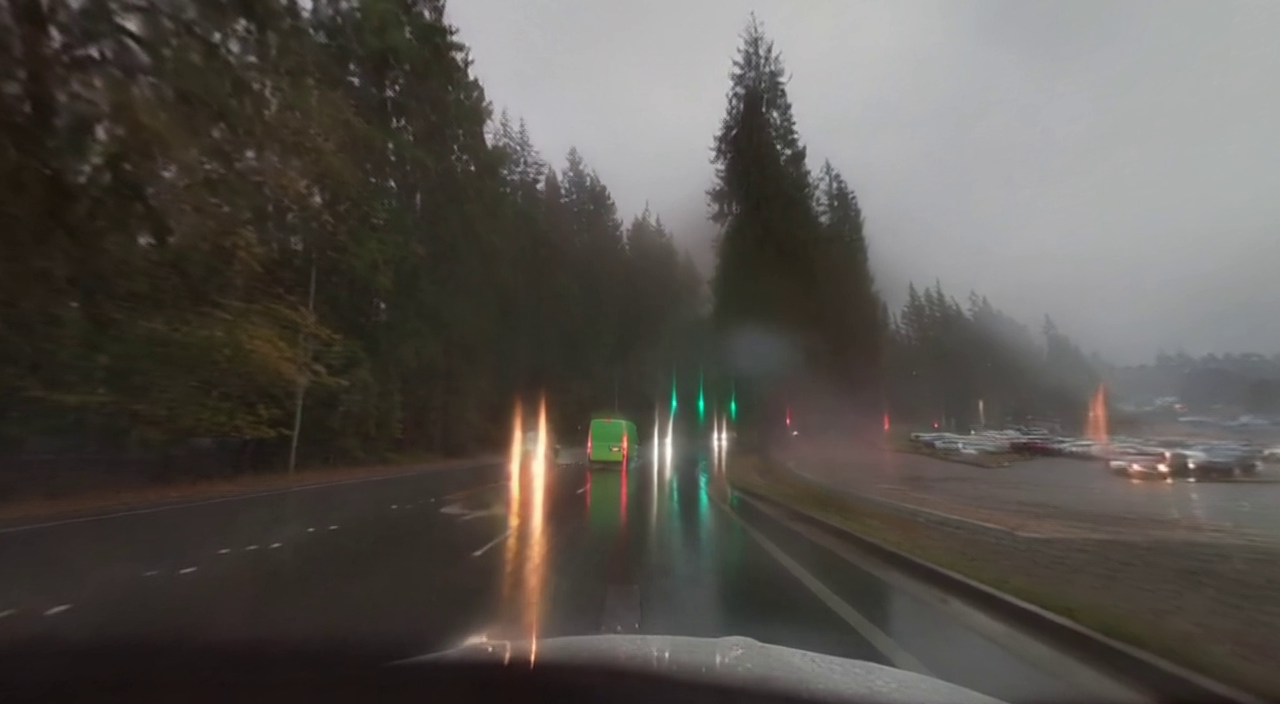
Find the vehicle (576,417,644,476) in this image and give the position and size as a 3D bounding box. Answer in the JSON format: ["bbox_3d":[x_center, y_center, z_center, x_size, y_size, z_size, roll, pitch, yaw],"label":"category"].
[{"bbox_3d":[-1.129,4.010,26.834,2.362,2.185,5.212,0,-8,3],"label":"vehicle"}]

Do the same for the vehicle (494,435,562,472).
[{"bbox_3d":[-4.867,4.487,28.019,1.968,1.460,4.486,0,-8,3],"label":"vehicle"}]
